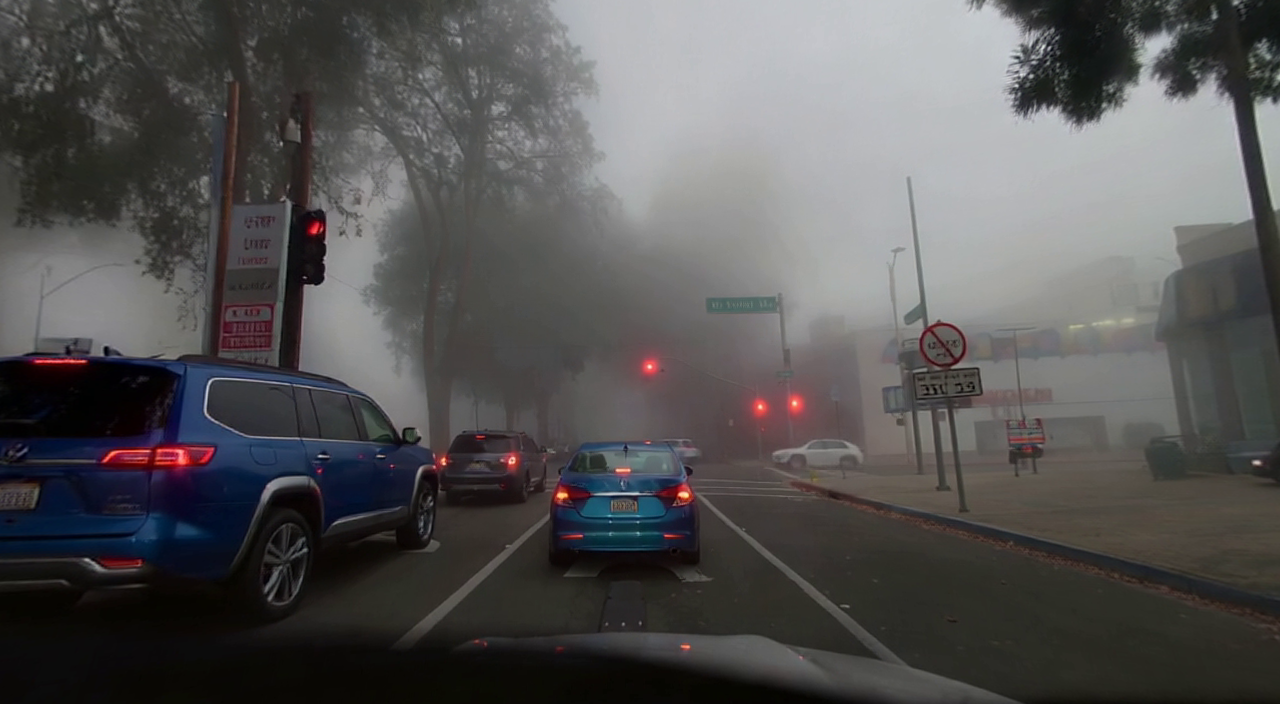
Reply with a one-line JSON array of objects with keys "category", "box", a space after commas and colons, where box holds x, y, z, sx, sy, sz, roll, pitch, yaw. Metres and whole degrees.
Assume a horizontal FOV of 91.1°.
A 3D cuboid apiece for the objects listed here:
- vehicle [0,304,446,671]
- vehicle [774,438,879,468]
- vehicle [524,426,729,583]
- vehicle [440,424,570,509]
[{"category": "vehicle", "box": [-3.811, 1.129, 6.213, 2.152, 2.118, 5.066, 0, -8, 0]}, {"category": "vehicle", "box": [9.574, 5.228, 32.496, 4.809, 1.476, 1.845, 0, -8, -2]}, {"category": "vehicle", "box": [-0.160, 1.777, 8.174, 1.966, 1.481, 4.146, 0, -8, -1]}, {"category": "vehicle", "box": [-2.923, 2.595, 14.608, 2.047, 1.664, 4.148, 0, -8, 1]}]
